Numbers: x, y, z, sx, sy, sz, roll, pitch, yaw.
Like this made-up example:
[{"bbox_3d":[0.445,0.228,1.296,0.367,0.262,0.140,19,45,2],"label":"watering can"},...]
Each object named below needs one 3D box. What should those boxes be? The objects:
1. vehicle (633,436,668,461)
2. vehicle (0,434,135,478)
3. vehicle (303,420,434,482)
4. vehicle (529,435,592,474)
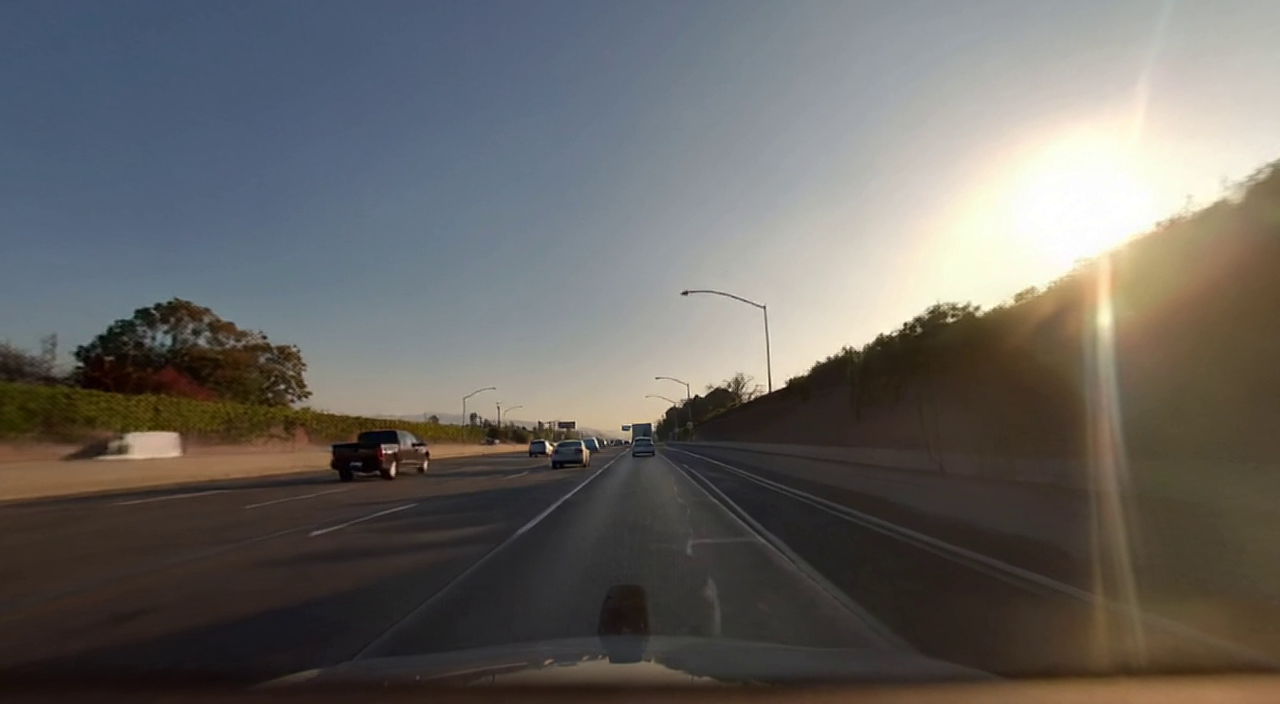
[{"bbox_3d":[0.584,6.088,39.920,2.073,1.480,4.343,0,-8,0],"label":"vehicle"},{"bbox_3d":[-19.089,3.466,21.206,1.425,1.349,3.238,-1,-8,1],"label":"vehicle"},{"bbox_3d":[-9.967,3.713,23.866,2.339,2.018,5.790,-1,-8,1],"label":"vehicle"},{"bbox_3d":[-3.222,4.261,26.396,2.056,1.480,4.022,-1,-8,1],"label":"vehicle"}]
